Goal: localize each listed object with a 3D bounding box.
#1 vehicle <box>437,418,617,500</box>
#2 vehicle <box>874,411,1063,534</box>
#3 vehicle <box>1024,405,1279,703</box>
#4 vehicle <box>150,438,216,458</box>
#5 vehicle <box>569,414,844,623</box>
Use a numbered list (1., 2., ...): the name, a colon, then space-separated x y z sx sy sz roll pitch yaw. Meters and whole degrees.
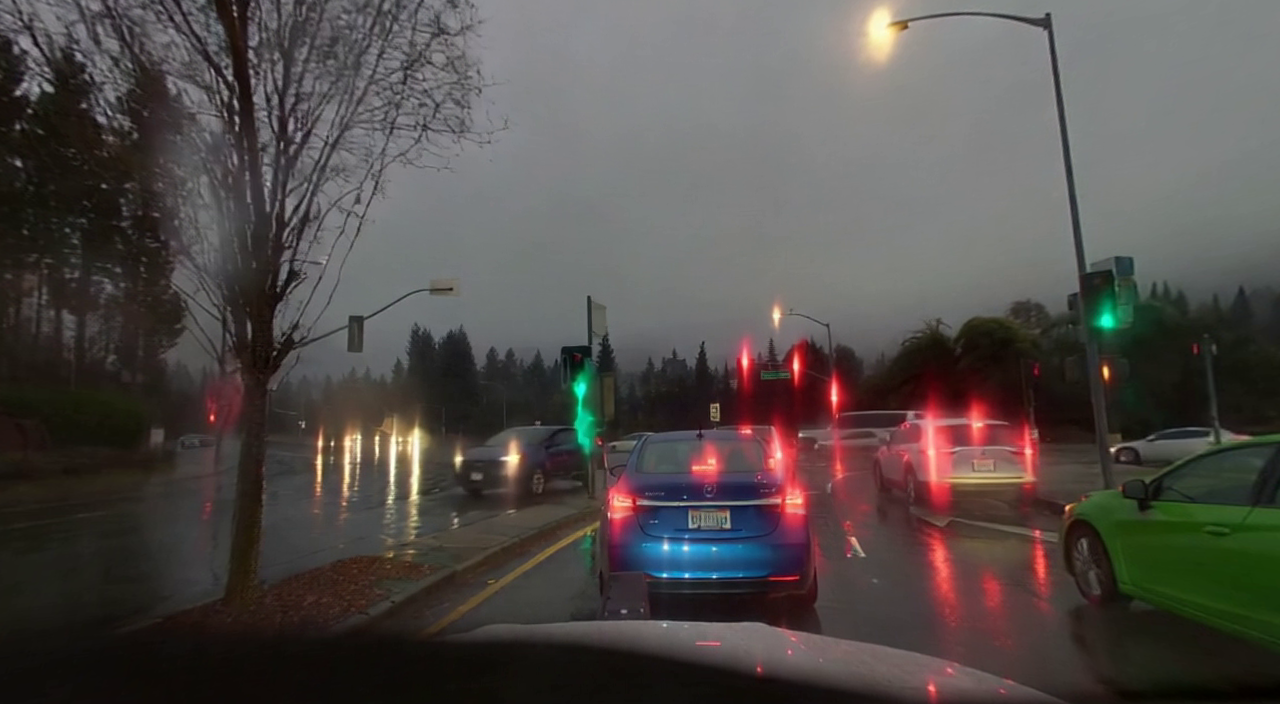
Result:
1. vehicle: -2.408 2.455 14.813 1.918 1.589 4.556 -4 -9 24
2. vehicle: 5.532 2.044 11.282 2.102 1.717 4.373 -2 -9 16
3. vehicle: 4.244 1.057 3.358 1.954 1.508 4.441 -1 -8 6
4. vehicle: -35.380 7.440 48.637 1.652 1.433 3.733 -7 -11 40
5. vehicle: 0.854 1.500 6.683 2.052 1.483 3.928 -2 -8 12
